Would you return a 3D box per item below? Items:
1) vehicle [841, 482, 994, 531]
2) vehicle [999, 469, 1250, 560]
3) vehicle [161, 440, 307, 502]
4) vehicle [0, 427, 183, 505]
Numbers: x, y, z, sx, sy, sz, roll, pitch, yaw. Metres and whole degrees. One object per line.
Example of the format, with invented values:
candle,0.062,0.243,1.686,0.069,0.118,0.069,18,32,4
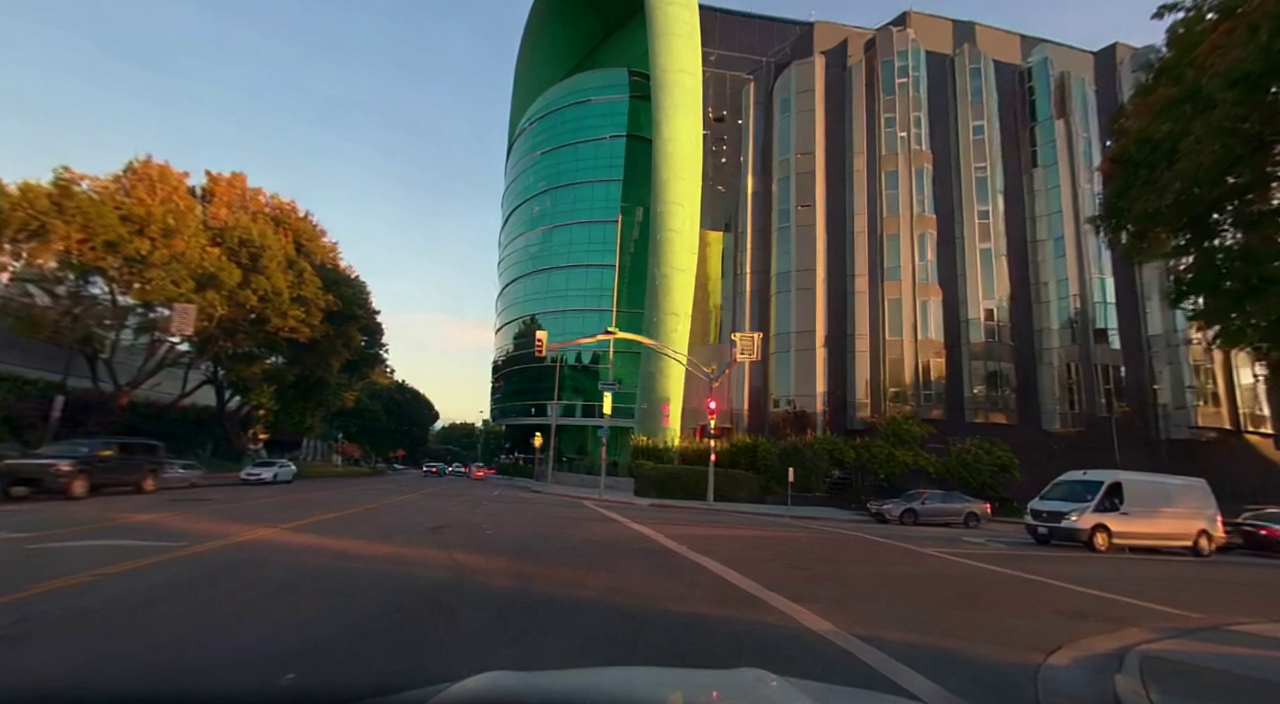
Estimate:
vehicle,9.387,5.219,21.441,4.470,1.472,1.868,3,-11,-14
vehicle,12.292,4.070,16.120,5.252,2.013,2.104,3,-13,-15
vehicle,-12.369,3.690,19.625,2.166,1.686,4.382,2,-11,-10
vehicle,-14.951,3.141,17.355,2.040,1.852,4.274,2,-11,-10
